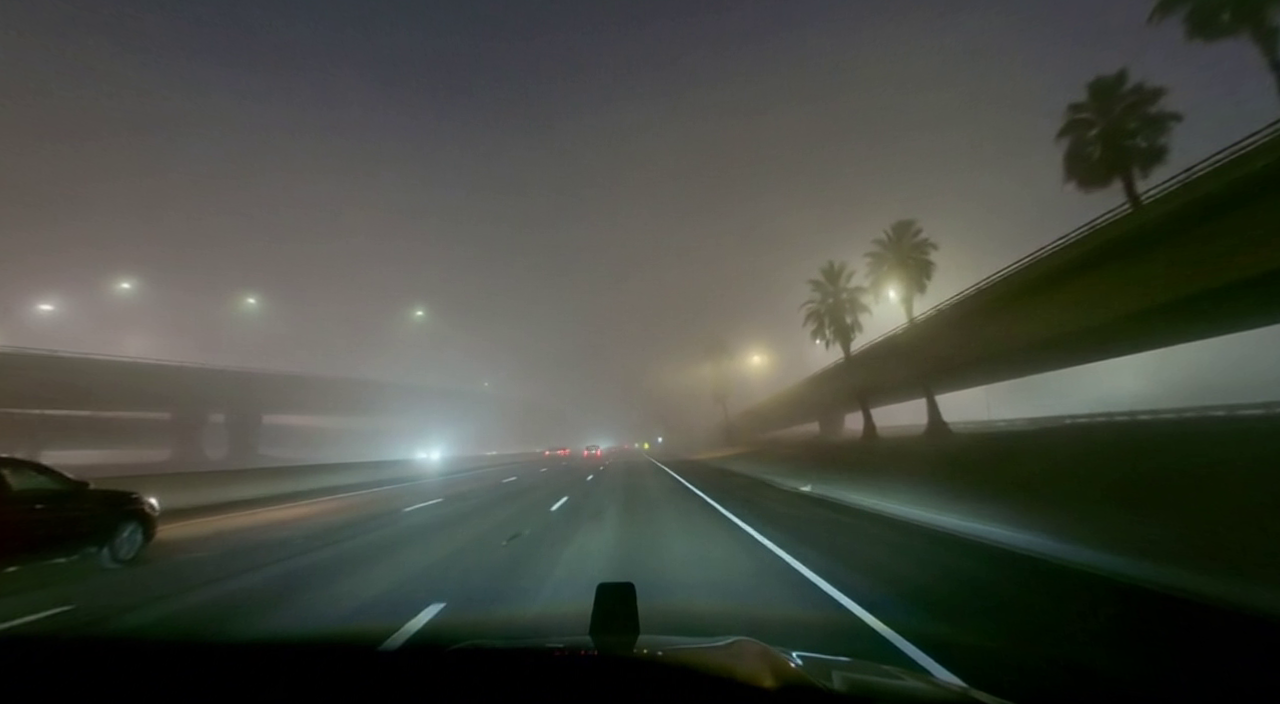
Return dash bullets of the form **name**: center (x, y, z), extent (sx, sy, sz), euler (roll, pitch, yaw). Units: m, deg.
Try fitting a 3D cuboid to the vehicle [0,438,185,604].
- **vehicle**: center (-6.836, 1.587, 5.973), extent (1.914, 1.503, 4.268), euler (-1, -8, -1)
